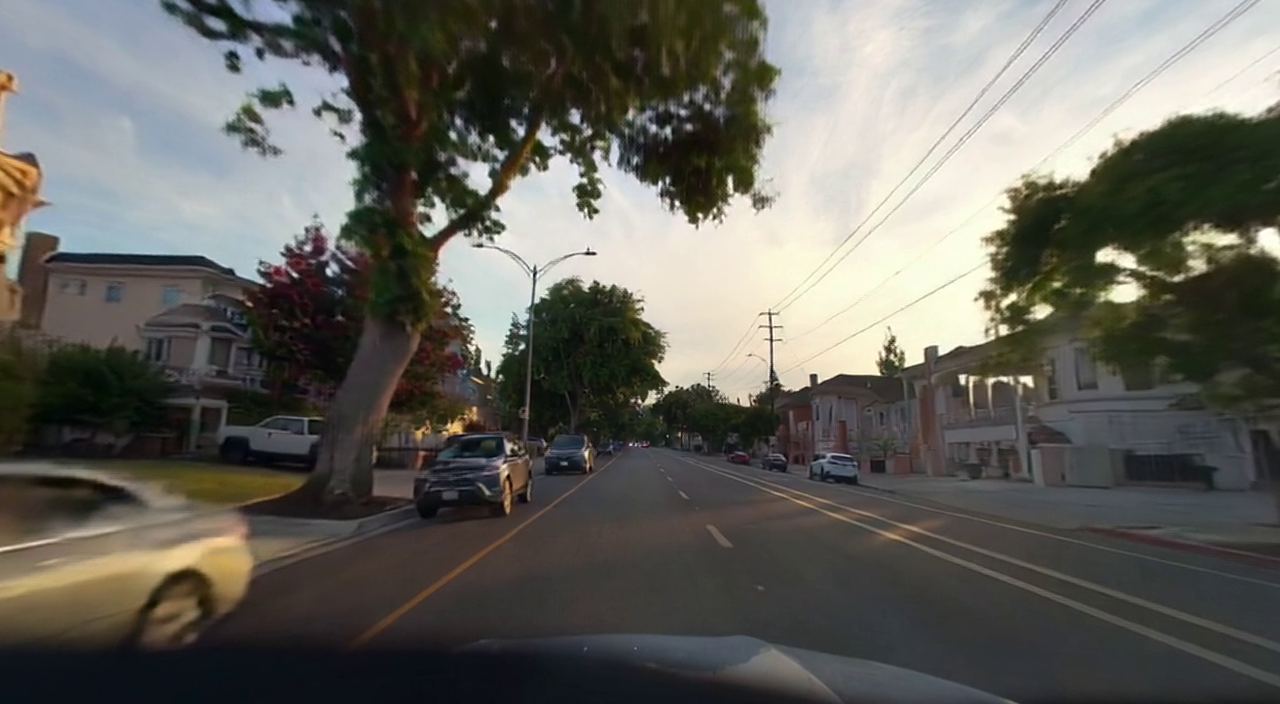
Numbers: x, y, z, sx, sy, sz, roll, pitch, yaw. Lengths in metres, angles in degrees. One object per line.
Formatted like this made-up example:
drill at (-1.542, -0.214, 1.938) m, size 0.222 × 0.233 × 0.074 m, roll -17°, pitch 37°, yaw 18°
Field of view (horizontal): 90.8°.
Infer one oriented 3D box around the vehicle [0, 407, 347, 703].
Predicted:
vehicle at (-3.451, 1.060, 2.841) m, size 1.917 × 1.516 × 4.898 m, roll -1°, pitch -8°, yaw 0°

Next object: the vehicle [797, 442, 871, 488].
vehicle at (9.677, 5.633, 31.940) m, size 2.156 × 1.882 × 4.790 m, roll 8°, pitch -8°, yaw 1°

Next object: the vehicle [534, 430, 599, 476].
vehicle at (-3.241, 4.639, 29.207) m, size 2.290 × 1.924 × 5.536 m, roll 0°, pitch -8°, yaw 1°

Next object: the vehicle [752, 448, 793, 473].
vehicle at (9.802, 8.023, 47.112) m, size 1.977 × 1.495 × 4.800 m, roll 8°, pitch -8°, yaw 2°

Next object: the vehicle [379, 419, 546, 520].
vehicle at (-3.458, 2.410, 13.498) m, size 2.127 × 1.737 × 4.961 m, roll 0°, pitch -9°, yaw 0°
